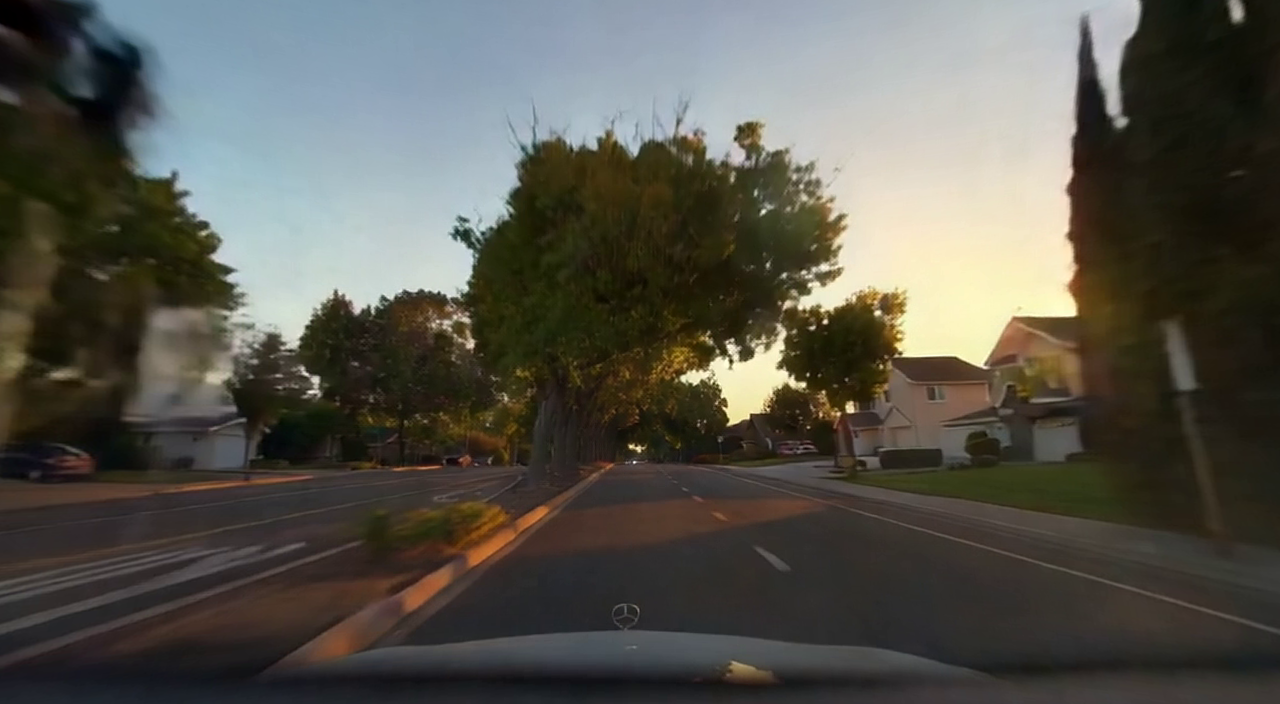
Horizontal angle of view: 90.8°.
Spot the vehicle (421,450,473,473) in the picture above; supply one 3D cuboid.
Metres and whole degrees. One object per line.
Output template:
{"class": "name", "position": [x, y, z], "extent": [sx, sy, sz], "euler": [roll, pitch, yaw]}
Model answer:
{"class": "vehicle", "position": [-13.543, 7.595, 44.149], "extent": [2.068, 1.502, 4.643], "euler": [6, -11, -34]}
